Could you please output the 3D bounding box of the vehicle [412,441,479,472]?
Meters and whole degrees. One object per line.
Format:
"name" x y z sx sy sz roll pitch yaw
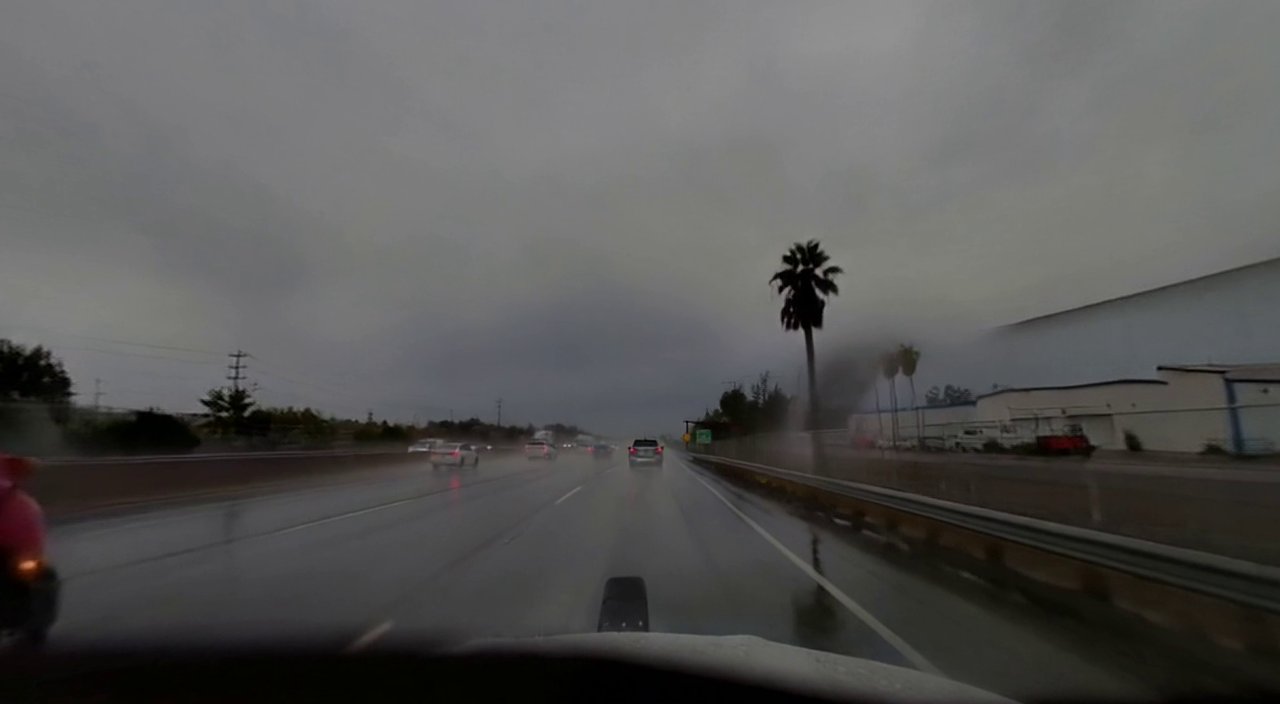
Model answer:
"vehicle" -10.383 5.596 34.117 1.910 1.501 5.004 -1 -8 2

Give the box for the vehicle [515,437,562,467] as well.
"vehicle" -6.393 6.333 40.176 2.105 1.790 4.689 -1 -8 2

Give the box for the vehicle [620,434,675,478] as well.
"vehicle" 0.313 4.336 26.568 2.136 1.678 4.052 0 -8 1

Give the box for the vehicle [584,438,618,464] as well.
"vehicle" -2.908 7.427 47.525 2.108 1.832 4.549 -1 -8 2
